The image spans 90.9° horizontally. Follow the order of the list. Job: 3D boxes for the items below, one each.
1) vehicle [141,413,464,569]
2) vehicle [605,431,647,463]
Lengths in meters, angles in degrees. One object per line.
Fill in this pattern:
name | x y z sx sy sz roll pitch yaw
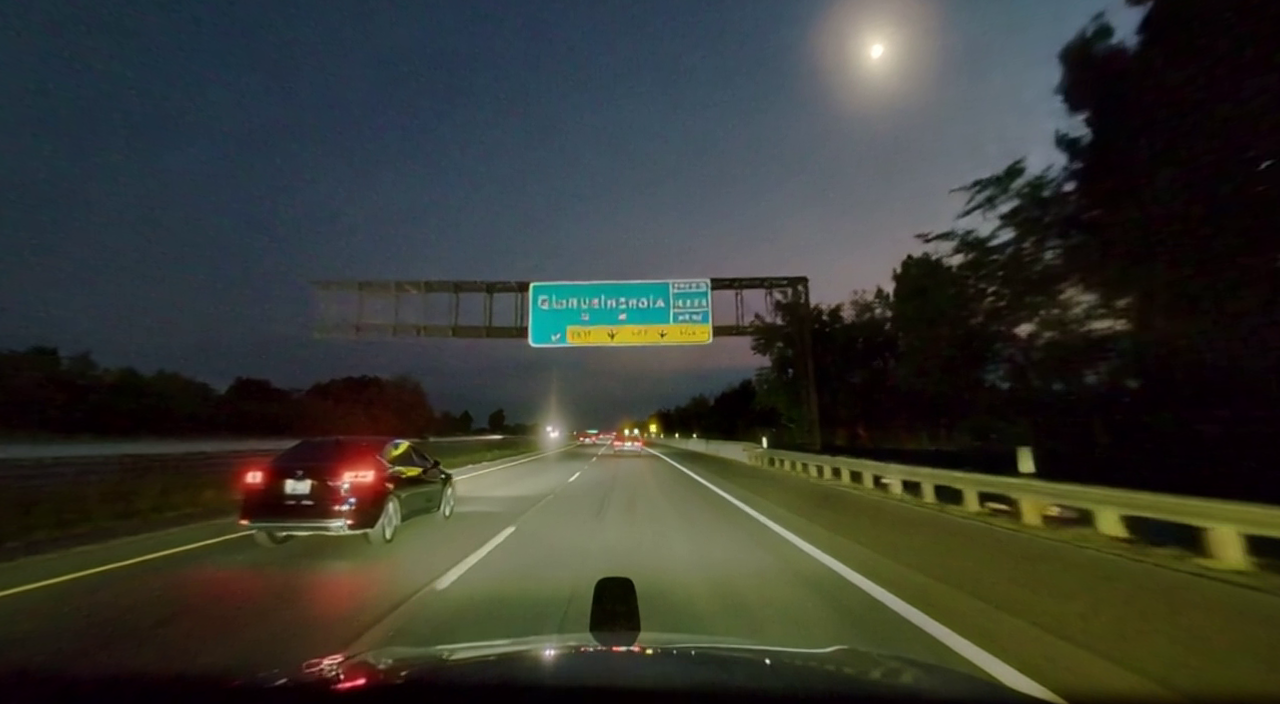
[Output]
vehicle | -3.912 1.655 8.355 1.975 1.518 4.242 0 -8 -1
vehicle | -0.771 5.124 34.317 2.162 1.616 4.242 0 -8 -2
